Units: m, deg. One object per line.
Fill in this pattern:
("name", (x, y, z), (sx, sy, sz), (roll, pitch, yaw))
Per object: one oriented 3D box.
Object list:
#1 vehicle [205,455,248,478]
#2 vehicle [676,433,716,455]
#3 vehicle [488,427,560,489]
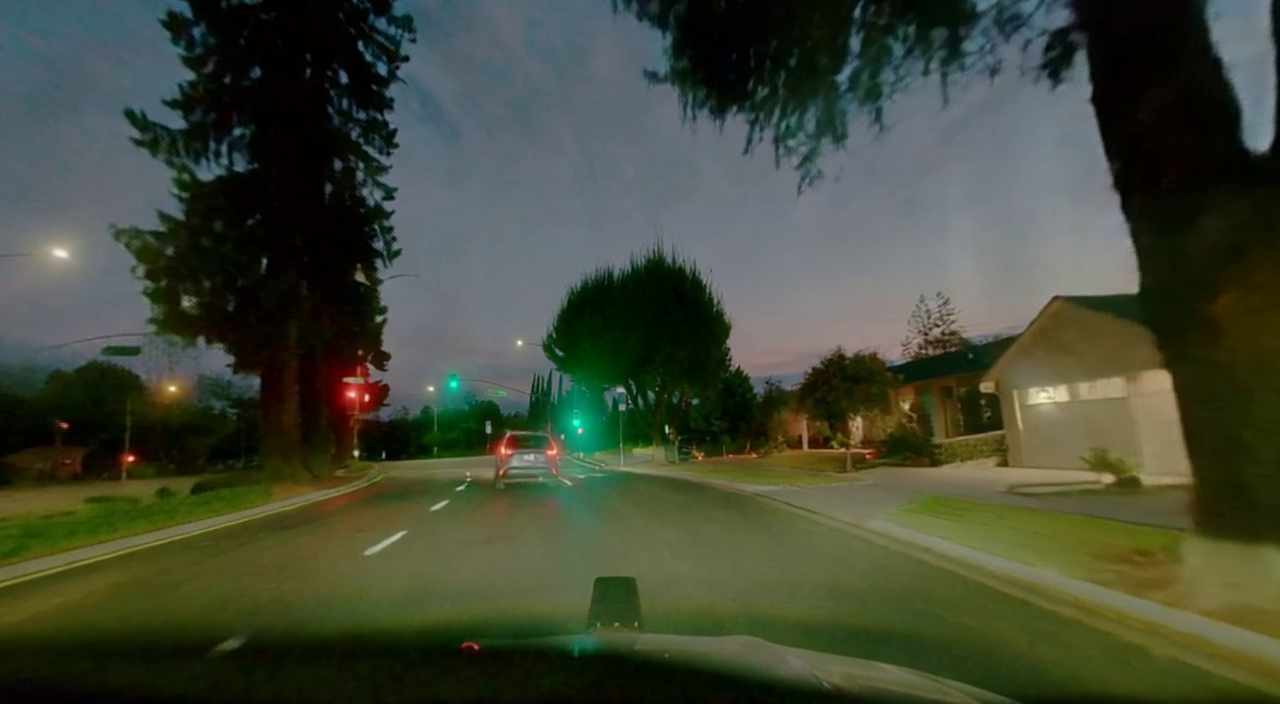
("vehicle", (-31.947, 8.826, 48.904), (1.943, 1.677, 4.176), (4, -9, -23))
("vehicle", (3.943, 6.563, 45.081), (1.911, 1.516, 4.251), (1, -9, -8))
("vehicle", (-3.755, 3.323, 20.069), (1.990, 1.707, 4.225), (2, -9, -12))
